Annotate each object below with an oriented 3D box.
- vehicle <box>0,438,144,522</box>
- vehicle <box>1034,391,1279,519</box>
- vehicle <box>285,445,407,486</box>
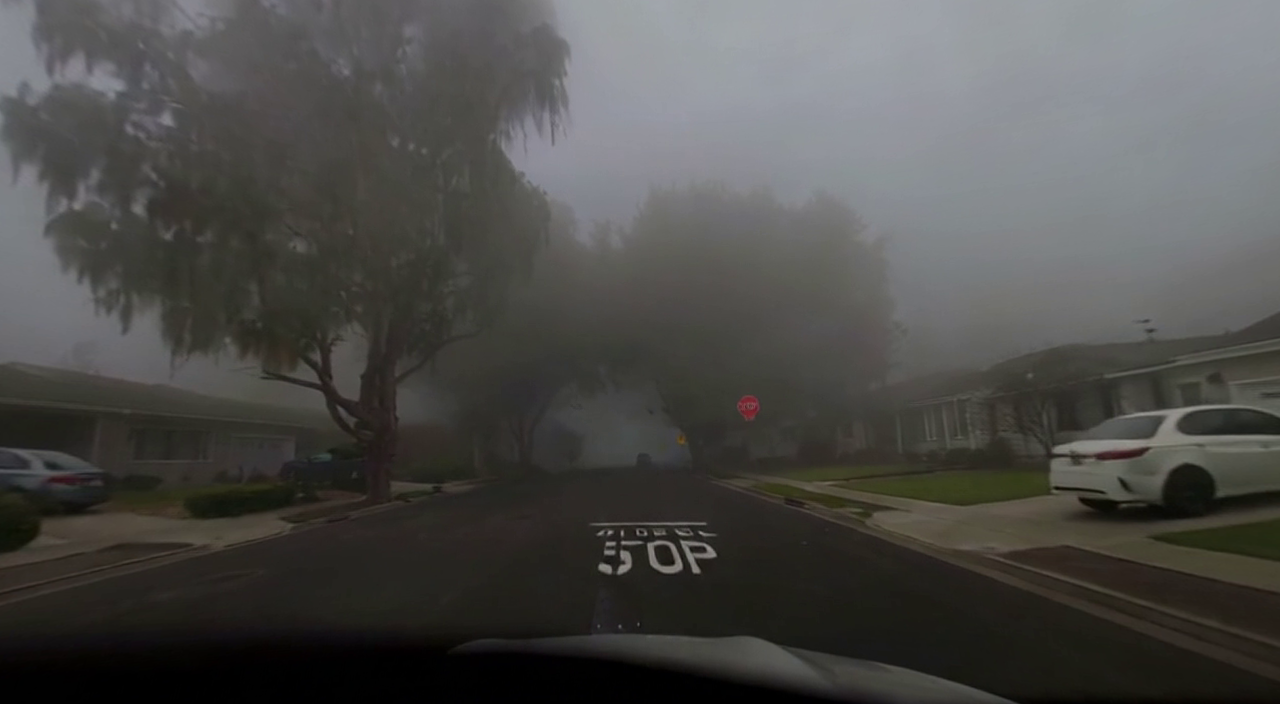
[{"bbox_3d":[-14.663,2.939,14.875,4.493,1.776,1.997,-1,-9,9],"label":"vehicle"},{"bbox_3d":[9.854,1.689,10.539,5.234,1.868,2.014,1,-9,-4],"label":"vehicle"},{"bbox_3d":[-14.146,5.472,30.662,4.809,1.865,2.093,0,-9,-2],"label":"vehicle"}]
